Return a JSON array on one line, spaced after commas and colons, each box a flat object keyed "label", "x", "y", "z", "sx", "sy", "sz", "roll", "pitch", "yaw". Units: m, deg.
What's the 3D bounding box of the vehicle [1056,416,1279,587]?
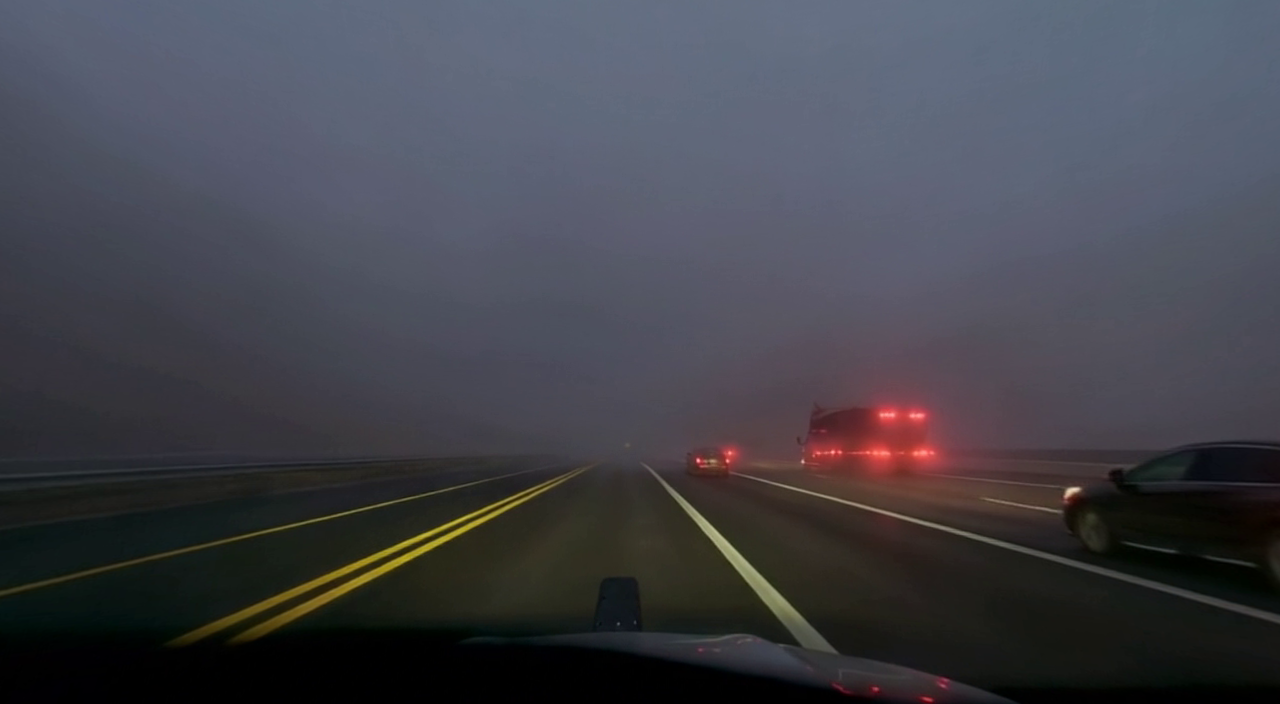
[{"label": "vehicle", "x": 6.722, "y": 1.390, "z": 6.049, "sx": 2.046, "sy": 1.509, "sz": 4.929, "roll": 0, "pitch": -8, "yaw": -1}]

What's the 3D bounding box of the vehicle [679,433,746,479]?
[{"label": "vehicle", "x": 3.008, "y": 4.442, "z": 27.329, "sx": 2.141, "sy": 1.785, "sz": 4.778, "roll": 0, "pitch": -8, "yaw": -2}]
